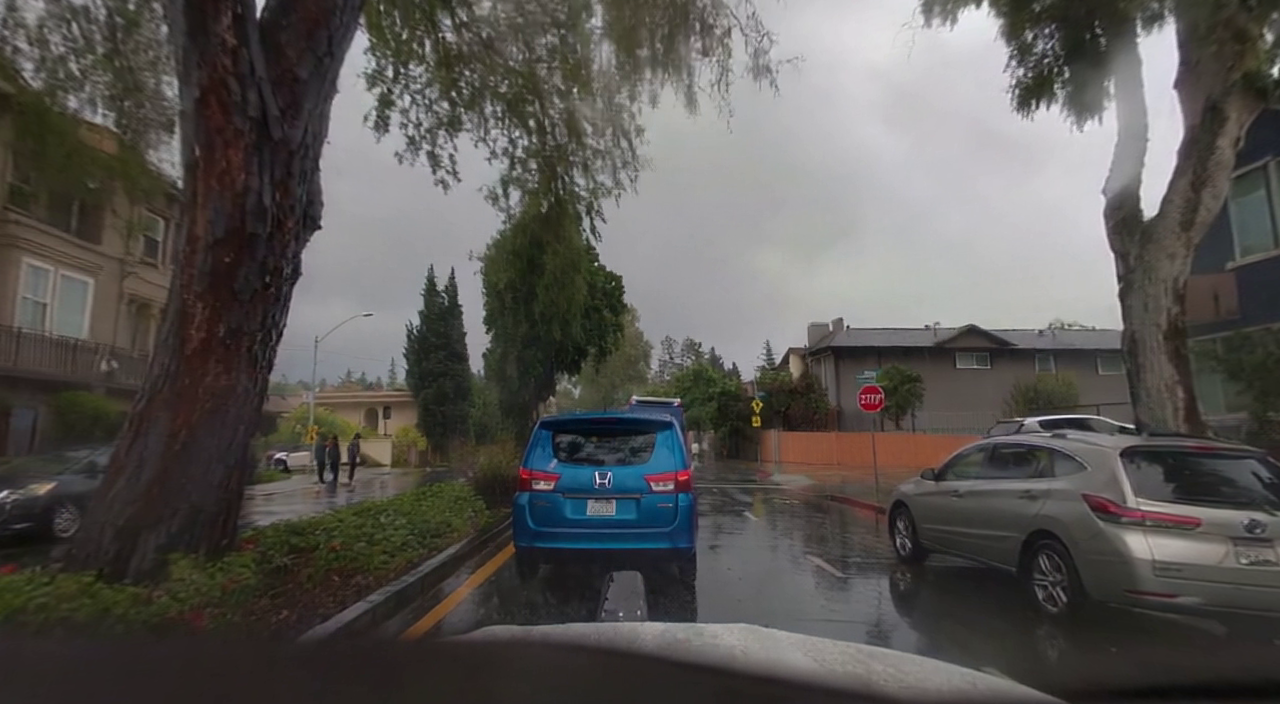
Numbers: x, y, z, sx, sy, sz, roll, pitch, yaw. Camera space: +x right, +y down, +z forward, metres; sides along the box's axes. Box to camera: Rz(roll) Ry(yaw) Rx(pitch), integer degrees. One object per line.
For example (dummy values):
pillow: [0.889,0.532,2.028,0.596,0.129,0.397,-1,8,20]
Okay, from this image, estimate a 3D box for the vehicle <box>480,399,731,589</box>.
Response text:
vehicle: [-0.355,1.698,8.392,2.377,1.787,4.652,0,-8,-1]

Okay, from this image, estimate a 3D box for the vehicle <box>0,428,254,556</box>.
vehicle: [-8.284,2.006,9.853,1.825,1.532,4.083,-3,-7,2]

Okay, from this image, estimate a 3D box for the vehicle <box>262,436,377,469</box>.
vehicle: [-15.012,4.720,29.651,4.387,1.495,1.811,1,-8,-3]

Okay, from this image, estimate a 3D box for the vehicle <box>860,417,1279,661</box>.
vehicle: [4.224,1.666,6.707,1.959,1.581,4.731,4,-9,-2]
